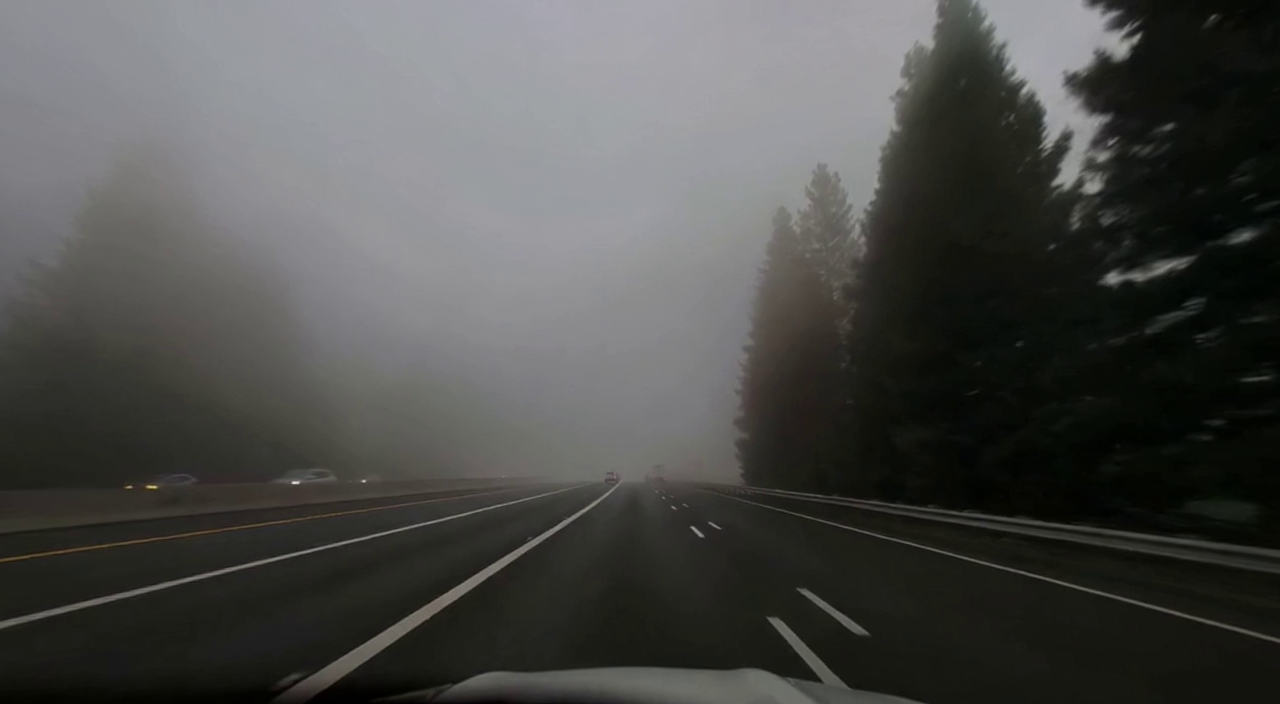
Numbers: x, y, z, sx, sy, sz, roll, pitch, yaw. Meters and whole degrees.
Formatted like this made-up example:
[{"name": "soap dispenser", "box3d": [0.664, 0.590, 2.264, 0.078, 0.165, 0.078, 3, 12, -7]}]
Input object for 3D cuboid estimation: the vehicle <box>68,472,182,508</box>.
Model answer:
[{"name": "vehicle", "box3d": [-23.232, 6.216, 28.661, 1.756, 1.430, 4.048, 1, -11, -1]}]
